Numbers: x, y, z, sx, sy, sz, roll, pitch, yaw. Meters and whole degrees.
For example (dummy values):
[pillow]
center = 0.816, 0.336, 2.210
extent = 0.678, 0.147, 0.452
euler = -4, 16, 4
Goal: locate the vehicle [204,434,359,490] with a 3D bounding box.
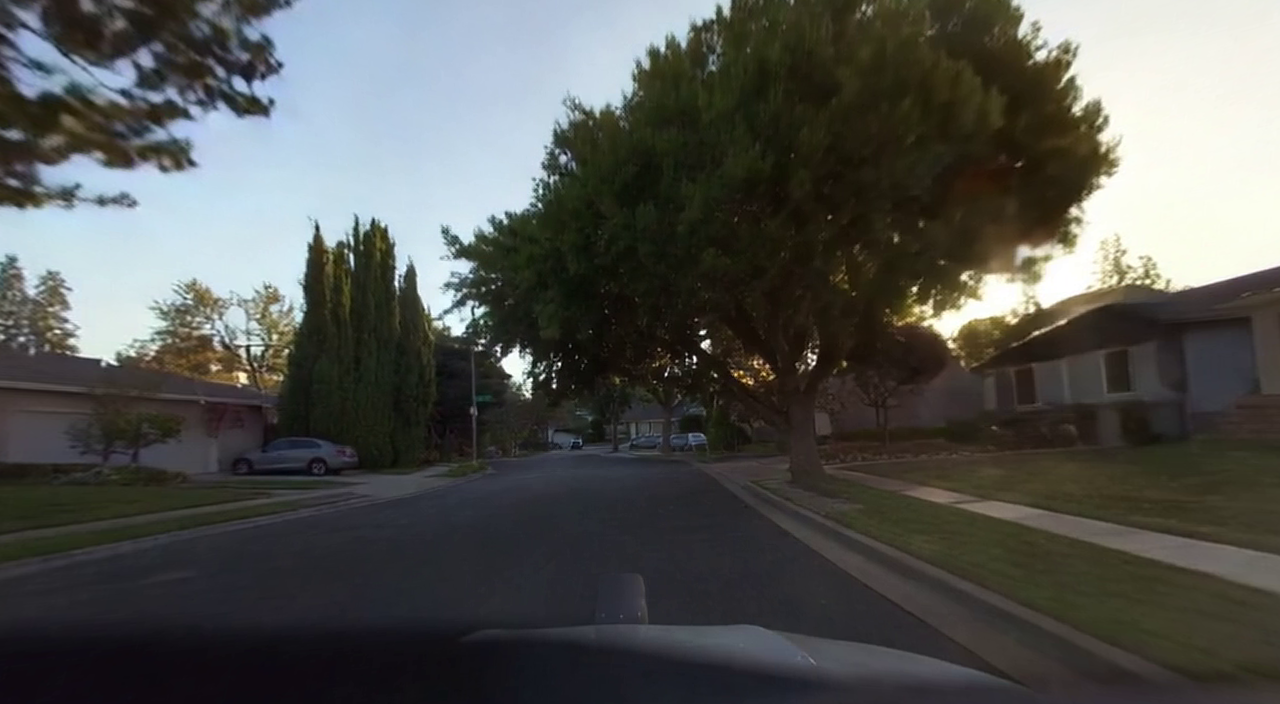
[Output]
[vehicle]
center = -14.607, 4.493, 25.998
extent = 5.045, 1.835, 2.315
euler = -4, -9, 2
